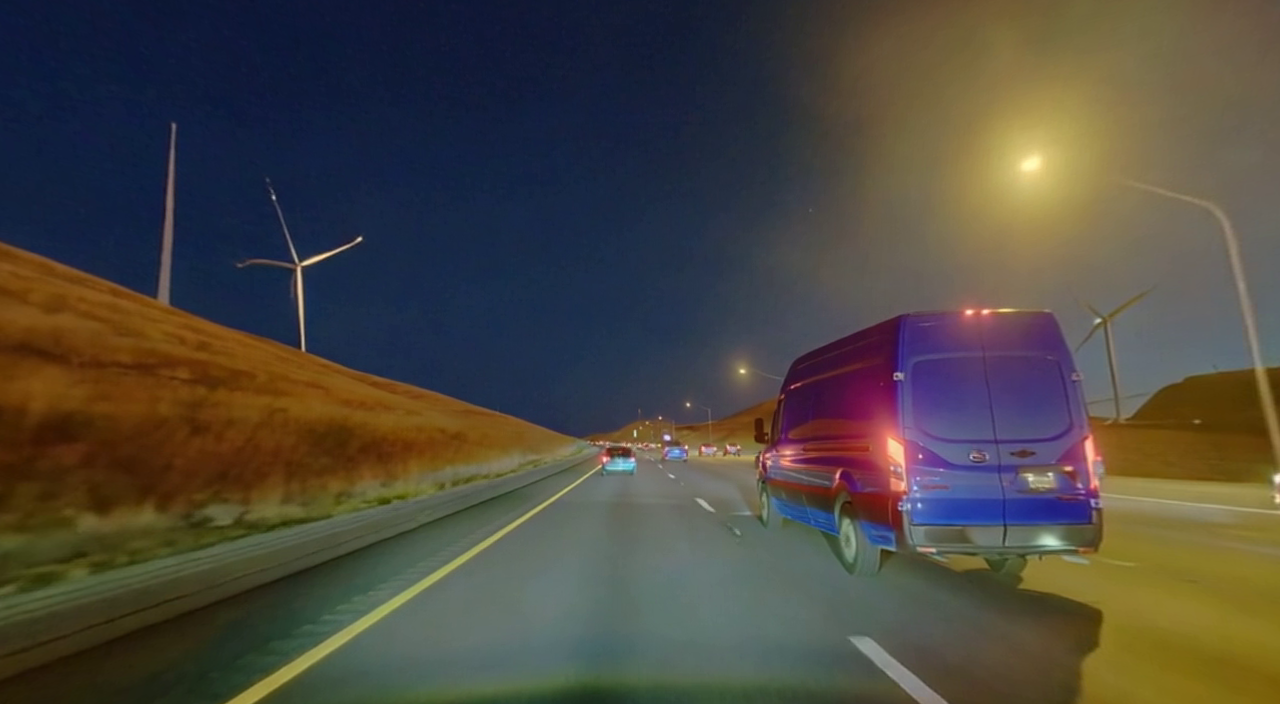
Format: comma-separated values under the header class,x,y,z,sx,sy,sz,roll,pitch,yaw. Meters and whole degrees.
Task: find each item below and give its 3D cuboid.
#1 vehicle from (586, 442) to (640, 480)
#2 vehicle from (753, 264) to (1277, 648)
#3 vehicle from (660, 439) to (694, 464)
class,x,y,z,sx,sy,sz,roll,pitch,yaw
vehicle,-1.053,4.438,26.078,2.082,1.445,3.826,0,-8,-1
vehicle,3.040,1.085,7.235,2.365,2.630,5.754,0,-8,0
vehicle,2.615,7.160,45.744,2.108,1.717,3.996,0,-8,-2
